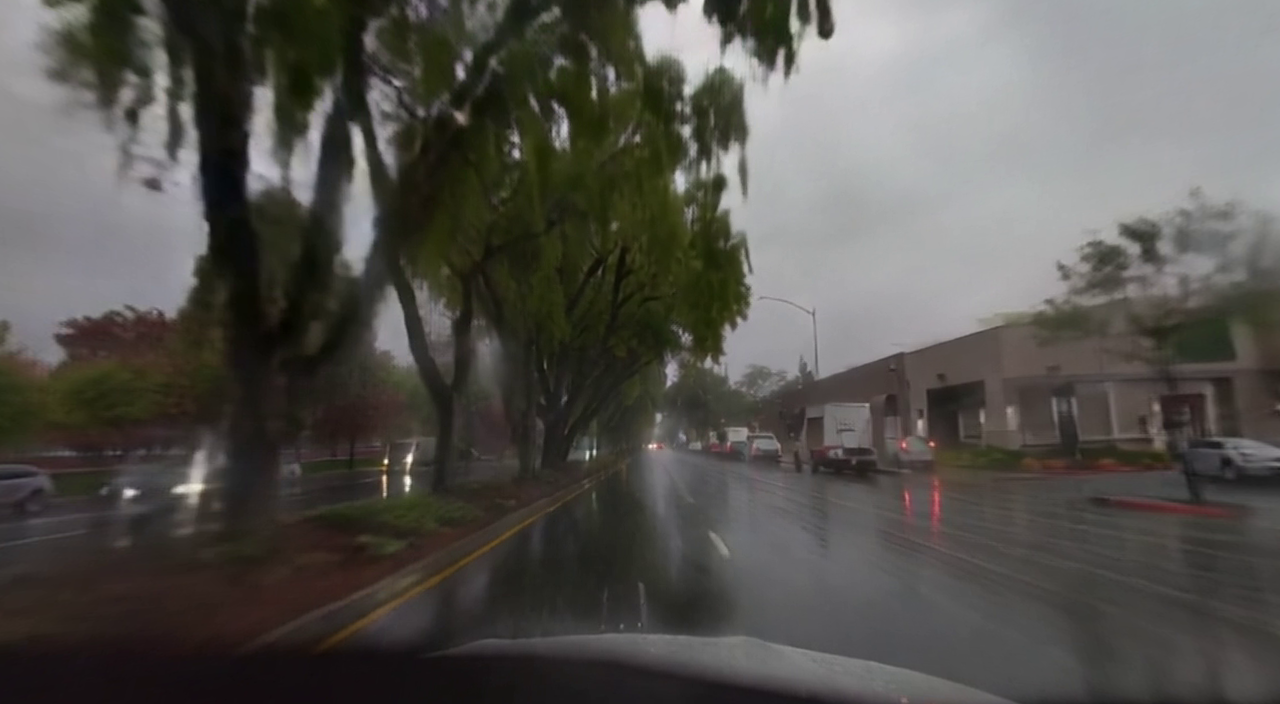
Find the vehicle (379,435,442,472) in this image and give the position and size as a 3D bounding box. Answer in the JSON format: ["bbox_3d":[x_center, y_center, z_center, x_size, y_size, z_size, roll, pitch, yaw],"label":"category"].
[{"bbox_3d":[-17.009,7.550,47.231,2.253,2.554,6.021,-1,-8,1],"label":"vehicle"}]

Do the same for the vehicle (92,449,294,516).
[{"bbox_3d":[-11.130,3.248,16.224,1.973,1.442,4.241,-1,-9,2],"label":"vehicle"}]

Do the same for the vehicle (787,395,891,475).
[{"bbox_3d":[10.477,4.583,34.462,2.879,3.765,8.904,0,-9,1],"label":"vehicle"}]

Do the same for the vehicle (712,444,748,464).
[{"bbox_3d":[6.588,7.495,46.546,1.972,1.417,4.239,0,-9,0],"label":"vehicle"}]

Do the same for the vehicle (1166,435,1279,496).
[{"bbox_3d":[19.714,3.451,19.409,1.979,1.787,5.366,1,-8,-8],"label":"vehicle"}]

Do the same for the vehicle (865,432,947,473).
[{"bbox_3d":[14.428,5.513,34.696,2.203,2.052,5.314,0,-9,0],"label":"vehicle"}]
